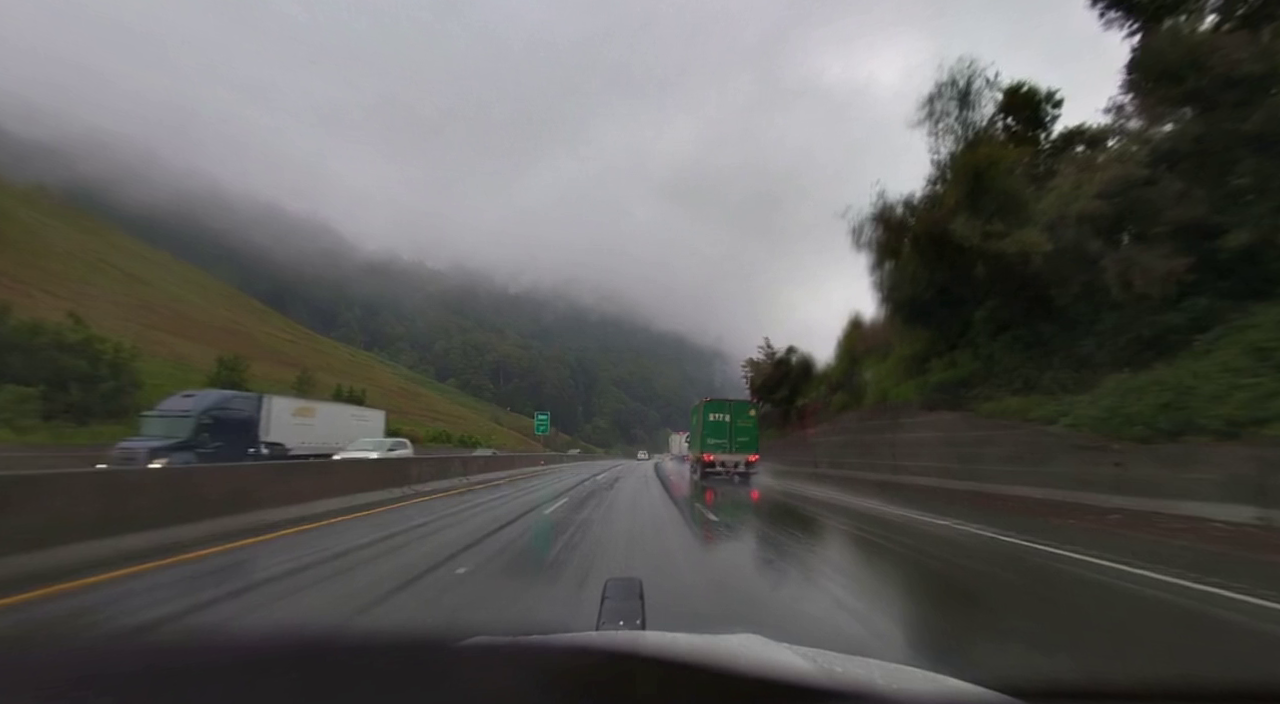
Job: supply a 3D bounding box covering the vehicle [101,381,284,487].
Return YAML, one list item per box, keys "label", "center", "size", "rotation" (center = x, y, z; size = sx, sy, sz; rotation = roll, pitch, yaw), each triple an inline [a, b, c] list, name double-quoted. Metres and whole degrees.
- label: "vehicle"
  center: [-18.574, 3.559, 26.843]
  size: [3.023, 3.963, 6.173]
  rotation: [0, -9, 0]

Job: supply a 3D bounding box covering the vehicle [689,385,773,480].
- label: "vehicle"
  center: [4.088, 3.912, 30.006]
  size: [2.999, 4.023, 6.337]
  rotation: [0, -9, 0]
